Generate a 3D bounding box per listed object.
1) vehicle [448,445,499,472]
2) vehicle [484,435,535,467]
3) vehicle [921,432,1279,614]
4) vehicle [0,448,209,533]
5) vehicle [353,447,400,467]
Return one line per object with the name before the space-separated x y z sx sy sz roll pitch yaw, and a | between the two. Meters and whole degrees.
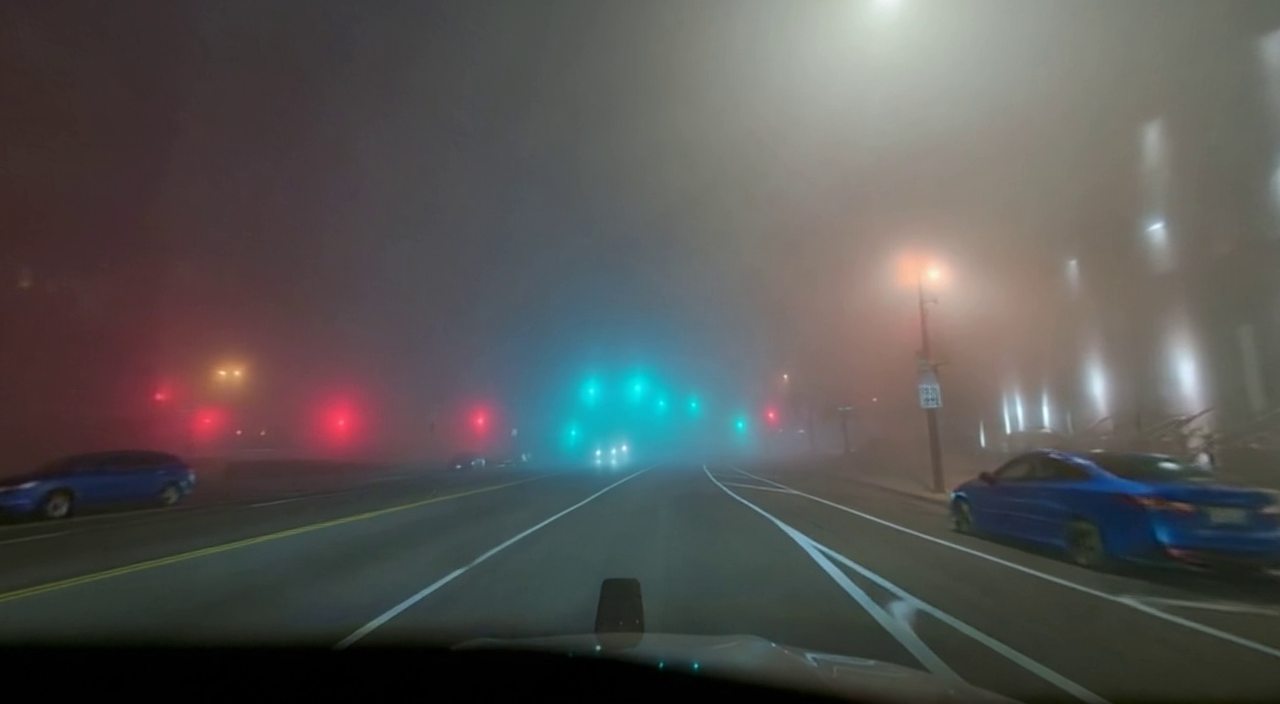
vehicle | -10.253 6.565 39.168 1.868 1.520 3.796 -1 -8 3
vehicle | -9.552 7.296 46.667 2.268 2.181 5.482 -1 -8 4
vehicle | 5.706 1.802 7.916 2.010 1.473 5.353 0 -8 1
vehicle | -12.248 2.869 13.840 1.894 1.493 4.902 -1 -8 5
vehicle | -20.746 8.245 49.877 1.788 1.487 3.880 0 -8 3
